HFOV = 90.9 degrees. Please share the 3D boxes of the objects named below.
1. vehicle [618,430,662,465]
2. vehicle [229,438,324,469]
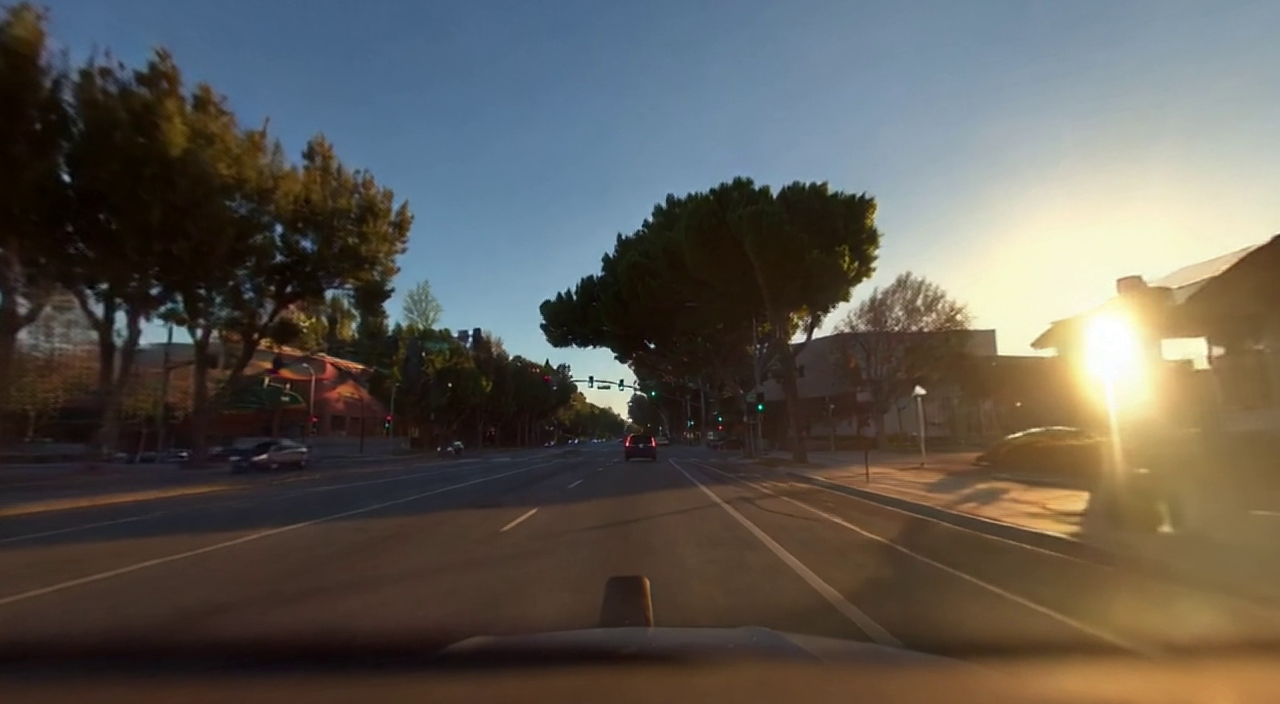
[{"bbox_3d":[0.000,5.052,33.415,2.169,1.751,4.276,0,-8,0],"label":"vehicle"},{"bbox_3d":[-18.021,5.041,31.566,1.986,1.438,4.620,0,-8,0],"label":"vehicle"}]
